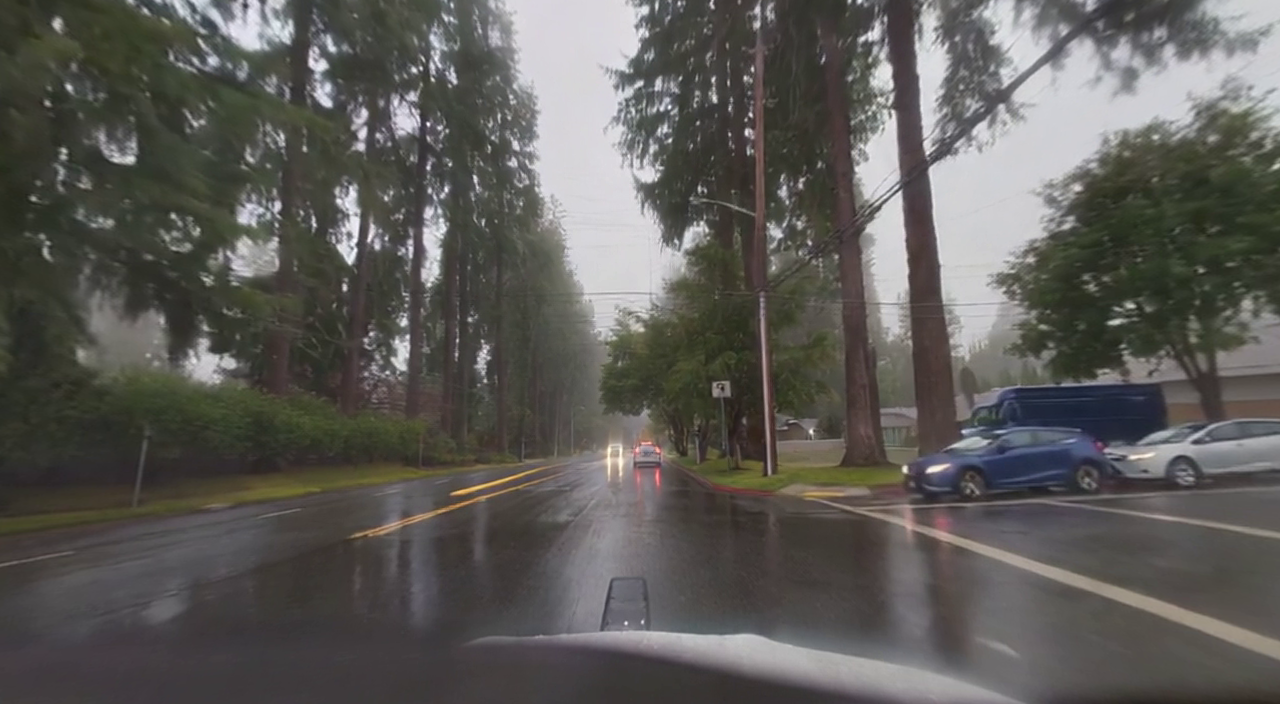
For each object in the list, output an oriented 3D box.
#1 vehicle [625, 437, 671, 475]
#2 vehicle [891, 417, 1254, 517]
[{"bbox_3d":[0.398,5.052,30.807,2.120,1.718,3.909,0,-8,1],"label":"vehicle"},{"bbox_3d":[6.827,1.872,10.411,4.543,1.472,1.830,-1,-9,2],"label":"vehicle"}]
